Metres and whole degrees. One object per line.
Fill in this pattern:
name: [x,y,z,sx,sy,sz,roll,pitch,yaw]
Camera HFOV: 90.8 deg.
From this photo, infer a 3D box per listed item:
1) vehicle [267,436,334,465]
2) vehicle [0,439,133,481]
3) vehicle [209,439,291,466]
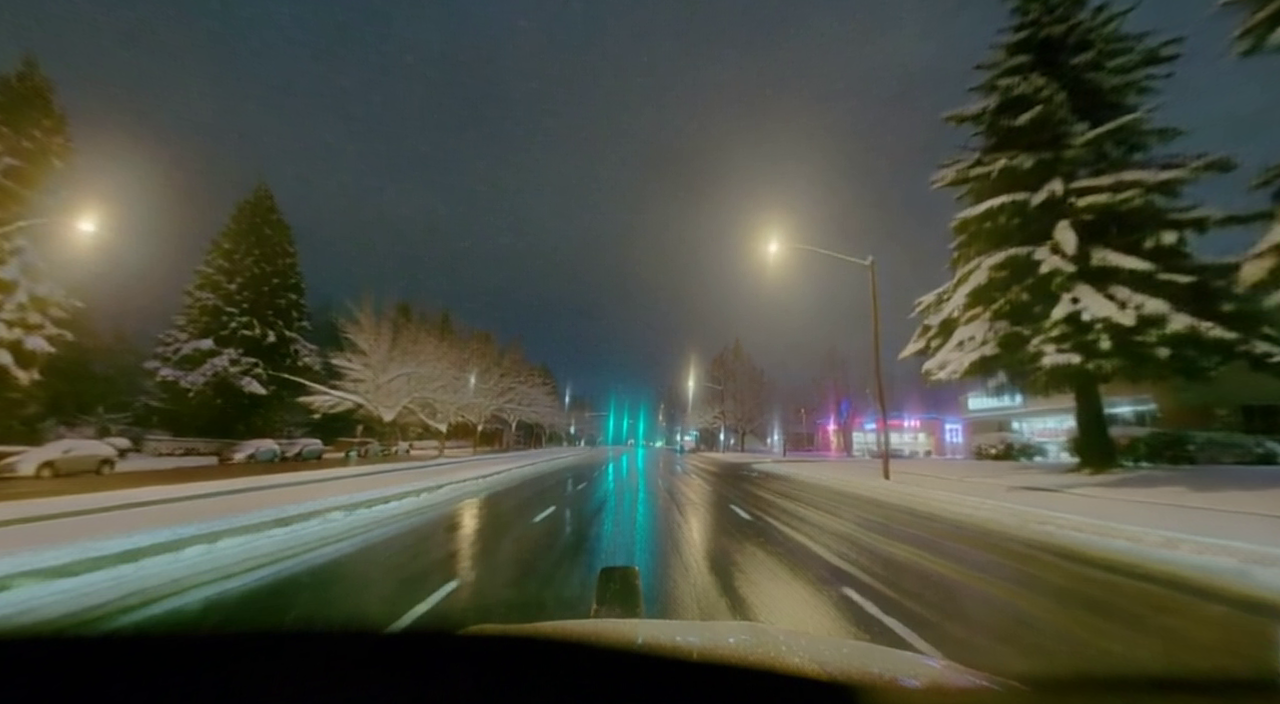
vehicle: [-22.335,6.530,41.718,1.902,1.609,4.689,-6,-9,-1]
vehicle: [-22.258,4.077,24.256,1.771,1.445,4.321,-1,-8,4]
vehicle: [-22.432,5.784,36.522,1.846,1.452,4.484,-1,-8,0]
